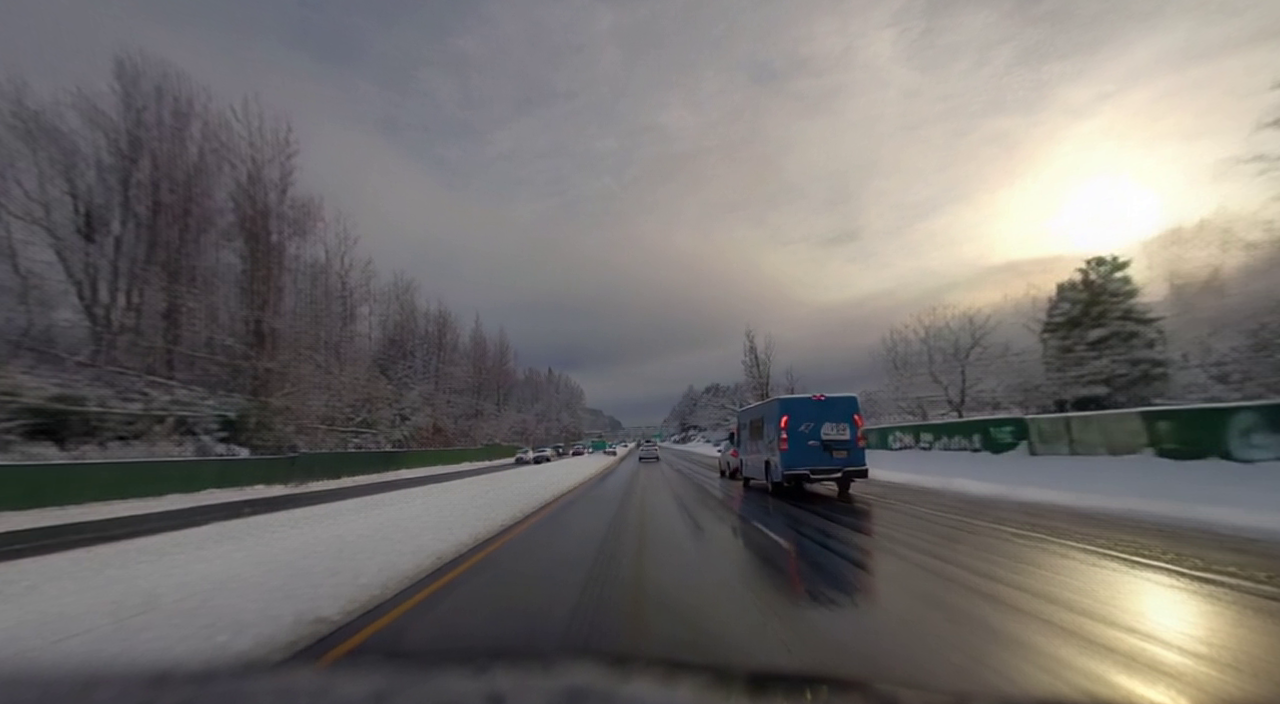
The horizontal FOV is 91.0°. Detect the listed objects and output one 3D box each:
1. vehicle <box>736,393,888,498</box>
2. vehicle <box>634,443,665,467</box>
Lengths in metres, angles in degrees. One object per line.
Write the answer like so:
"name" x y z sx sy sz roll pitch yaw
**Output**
"vehicle" 4.891 2.884 19.533 2.712 2.659 6.992 0 -8 0
"vehicle" 0.618 6.985 42.890 2.030 1.572 4.067 0 -8 0
